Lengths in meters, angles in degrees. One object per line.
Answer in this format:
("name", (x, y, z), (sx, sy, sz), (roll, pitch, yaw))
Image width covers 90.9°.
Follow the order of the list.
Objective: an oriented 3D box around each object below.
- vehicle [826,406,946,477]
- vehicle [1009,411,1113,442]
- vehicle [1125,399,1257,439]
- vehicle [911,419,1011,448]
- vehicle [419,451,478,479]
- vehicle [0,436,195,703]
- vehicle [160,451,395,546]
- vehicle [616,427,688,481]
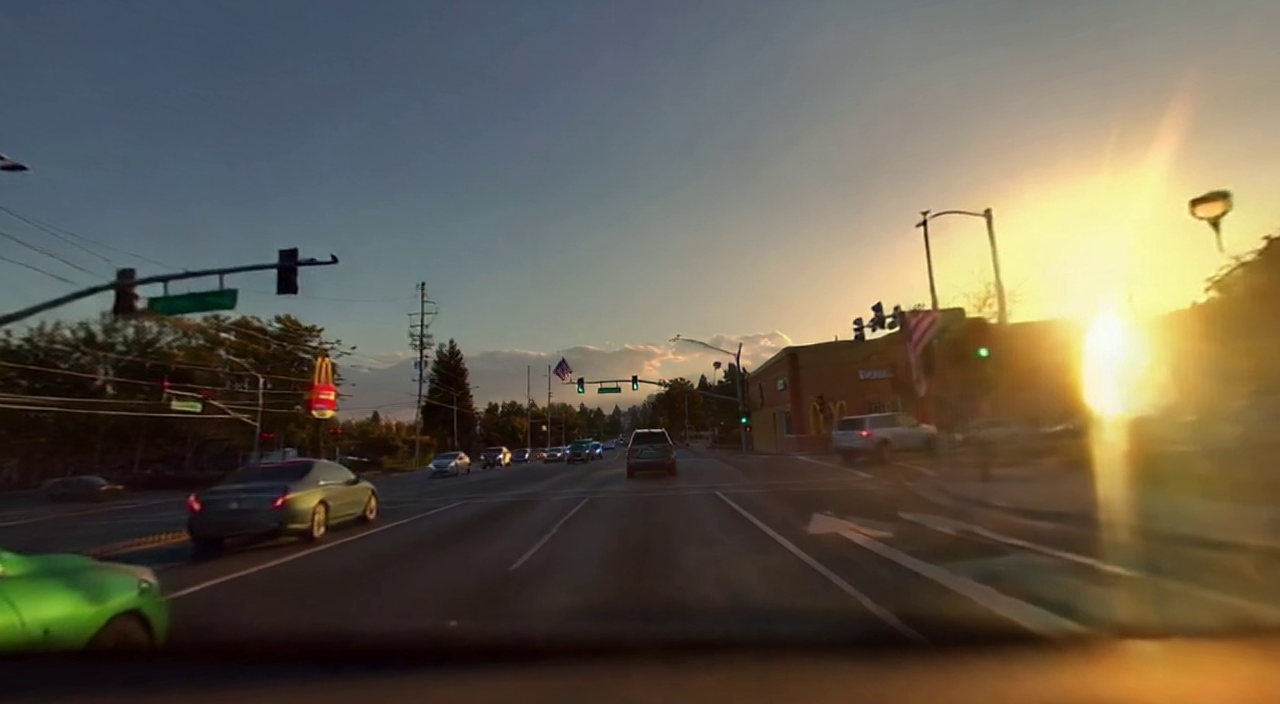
("vehicle", (8.882, 3.195, 22.377), (2.452, 2.148, 5.877), (-6, -10, 35))
("vehicle", (25.618, 4.570, 38.509), (4.769, 1.486, 2.043), (-3, -9, 0))
("vehicle", (26.161, 3.220, 30.028), (4.386, 1.760, 2.228), (1, -9, -7))
("vehicle", (17.643, 4.515, 34.782), (4.430, 1.480, 1.923), (0, -9, -1))
("vehicle", (-11.254, 6.667, 37.453), (2.016, 1.468, 4.612), (0, -9, 0))
("vehicle", (-3.699, 0.950, 1.666), (1.996, 1.463, 4.094), (0, -9, 1))
("vehicle", (-6.690, 2.702, 12.375), (1.966, 1.461, 4.422), (0, -9, 0))
("vehicle", (0.383, 3.968, 24.756), (2.513, 1.854, 5.235), (0, -9, -1))
